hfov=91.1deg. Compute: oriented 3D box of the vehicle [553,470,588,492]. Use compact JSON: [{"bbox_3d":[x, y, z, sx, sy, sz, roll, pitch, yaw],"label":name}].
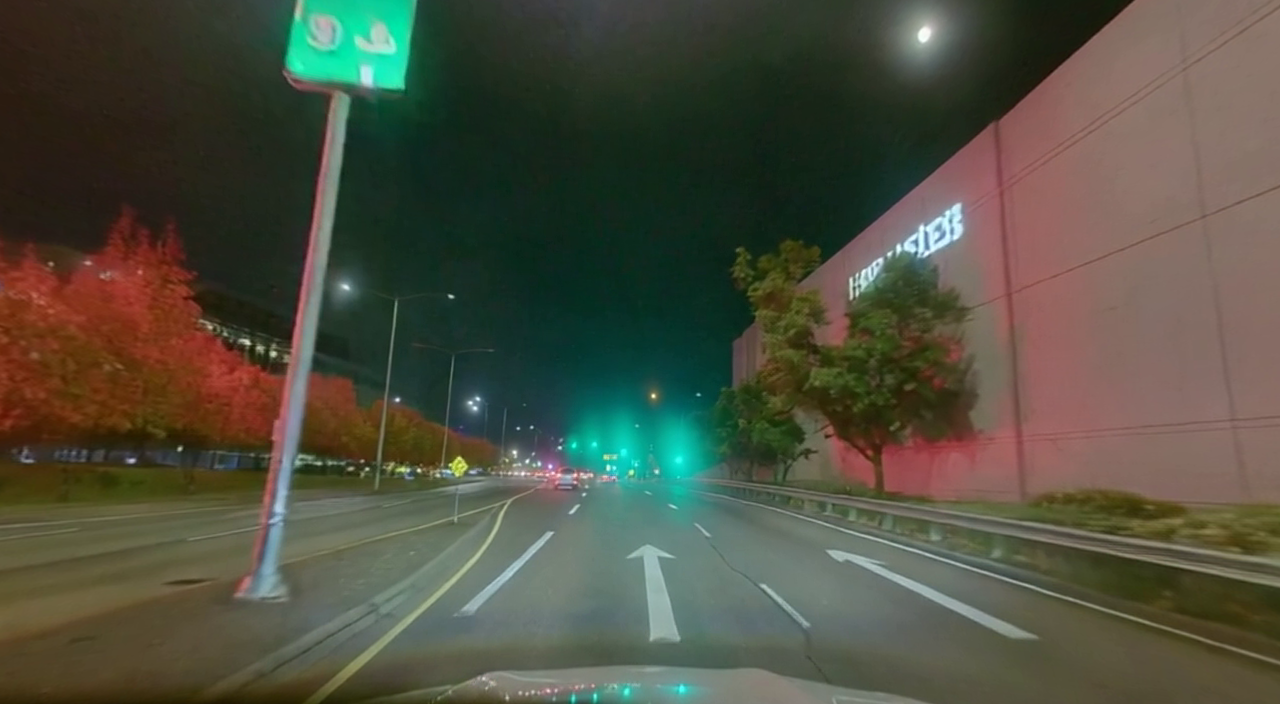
[{"bbox_3d":[-4.034,7.393,36.116,1.775,1.186,2.933,2,-11,-9],"label":"vehicle"}]
